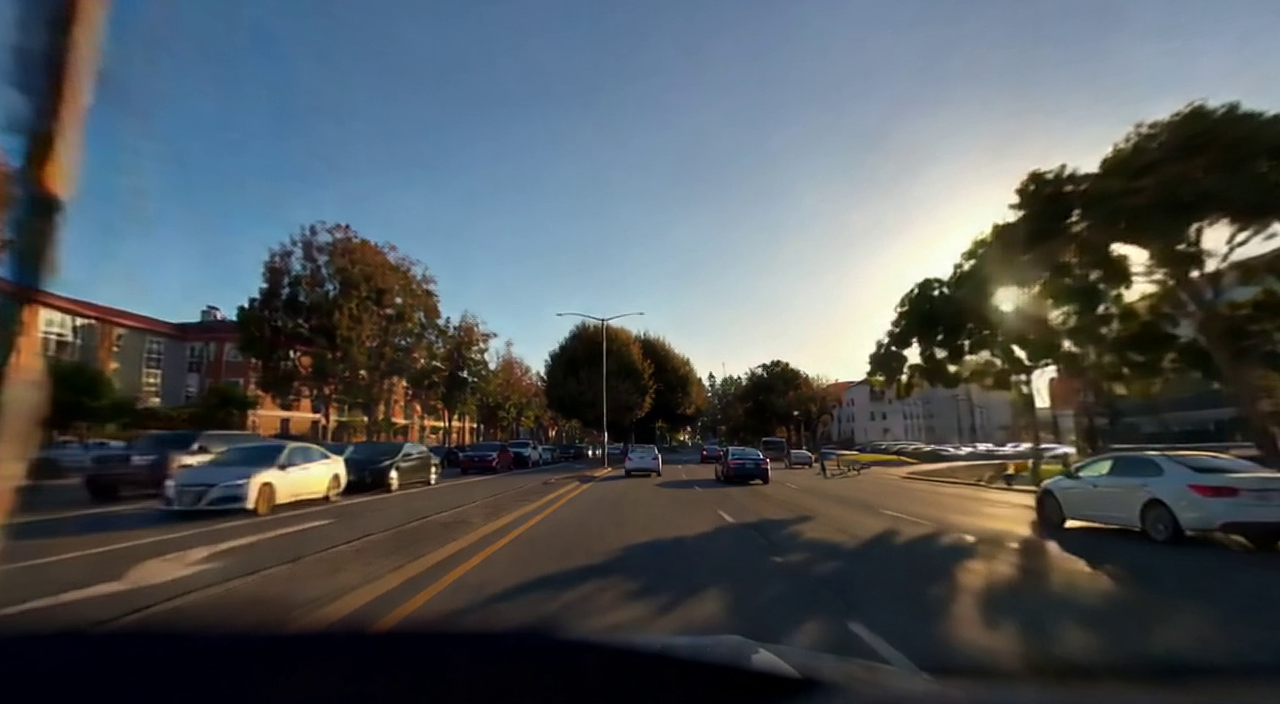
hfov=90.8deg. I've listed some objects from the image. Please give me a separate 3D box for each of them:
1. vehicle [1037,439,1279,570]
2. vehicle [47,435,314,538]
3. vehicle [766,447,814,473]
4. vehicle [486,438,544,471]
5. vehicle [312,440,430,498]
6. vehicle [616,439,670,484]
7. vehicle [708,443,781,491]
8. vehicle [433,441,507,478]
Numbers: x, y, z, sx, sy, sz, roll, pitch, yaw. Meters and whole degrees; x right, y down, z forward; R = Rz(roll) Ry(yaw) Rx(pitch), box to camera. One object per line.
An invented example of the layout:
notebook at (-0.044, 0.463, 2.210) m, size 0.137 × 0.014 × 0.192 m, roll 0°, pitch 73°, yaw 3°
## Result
vehicle at (8.176, 2.020, 9.089) m, size 1.909 × 1.456 × 4.569 m, roll 0°, pitch -9°, yaw 0°
vehicle at (-8.495, 2.483, 12.303) m, size 2.076 × 1.595 × 4.110 m, roll -1°, pitch -8°, yaw 0°
vehicle at (9.058, 6.522, 38.495) m, size 1.860 × 1.475 × 4.488 m, roll 0°, pitch -9°, yaw 1°
vehicle at (-7.909, 6.579, 40.633) m, size 2.460 × 1.970 × 5.271 m, roll -1°, pitch -9°, yaw 3°
vehicle at (-8.748, 3.798, 21.027) m, size 1.953 × 1.647 × 4.401 m, roll -2°, pitch -8°, yaw 1°
vehicle at (0.165, 4.519, 26.363) m, size 2.101 × 1.694 × 3.979 m, roll 0°, pitch -9°, yaw 1°
vehicle at (3.534, 3.946, 22.042) m, size 1.852 × 1.498 × 3.825 m, roll 0°, pitch -9°, yaw -1°
vehicle at (-8.452, 5.391, 31.946) m, size 2.183 × 1.706 × 4.862 m, roll 0°, pitch -9°, yaw 2°
